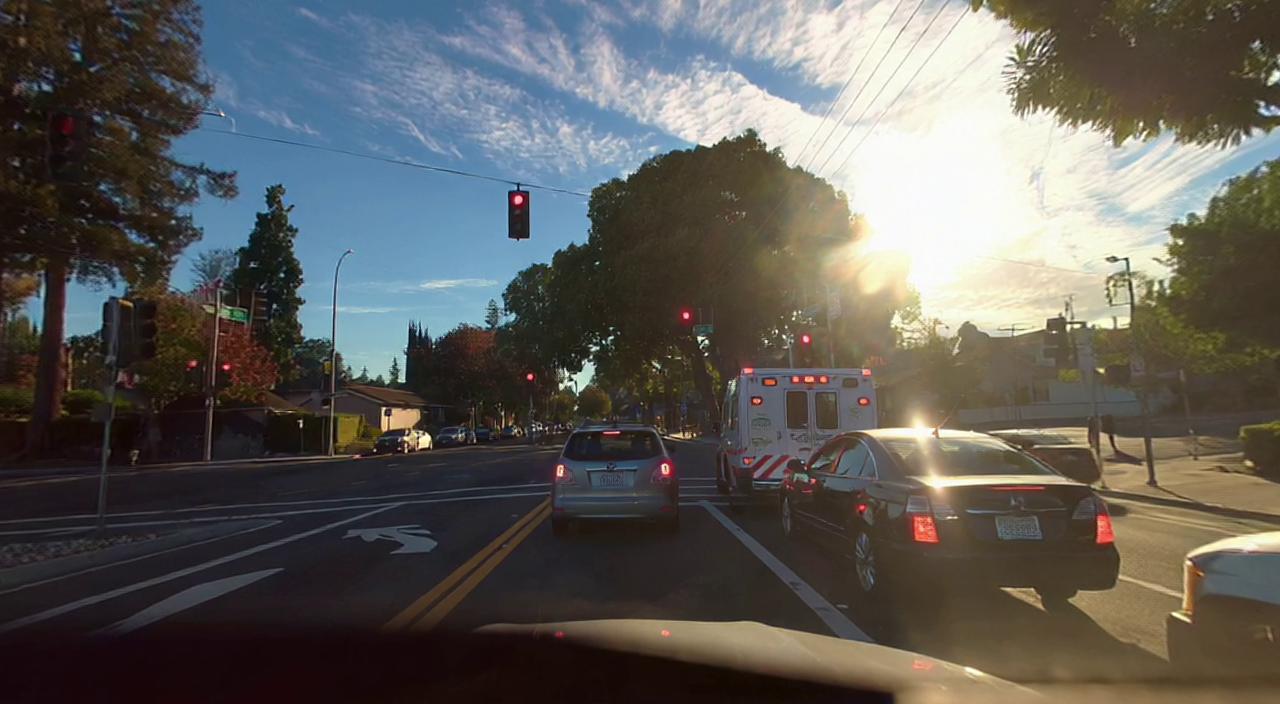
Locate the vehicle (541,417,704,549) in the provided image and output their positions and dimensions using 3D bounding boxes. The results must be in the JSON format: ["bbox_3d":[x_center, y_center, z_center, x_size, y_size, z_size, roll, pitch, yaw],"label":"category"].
[{"bbox_3d":[-0.261,1.986,10.187,2.114,1.707,3.725,0,-8,-1],"label":"vehicle"}]

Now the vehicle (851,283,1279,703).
[{"bbox_3d":[2.857,0.893,2.862,2.194,1.820,4.652,0,-8,0],"label":"vehicle"}]

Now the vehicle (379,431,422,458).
[{"bbox_3d":[-17.718,6.882,46.861,2.246,1.880,4.454,1,-8,-12],"label":"vehicle"}]

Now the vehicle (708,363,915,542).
[{"bbox_3d":[2.881,1.904,12.366,2.406,2.687,5.521,0,-8,0],"label":"vehicle"}]
